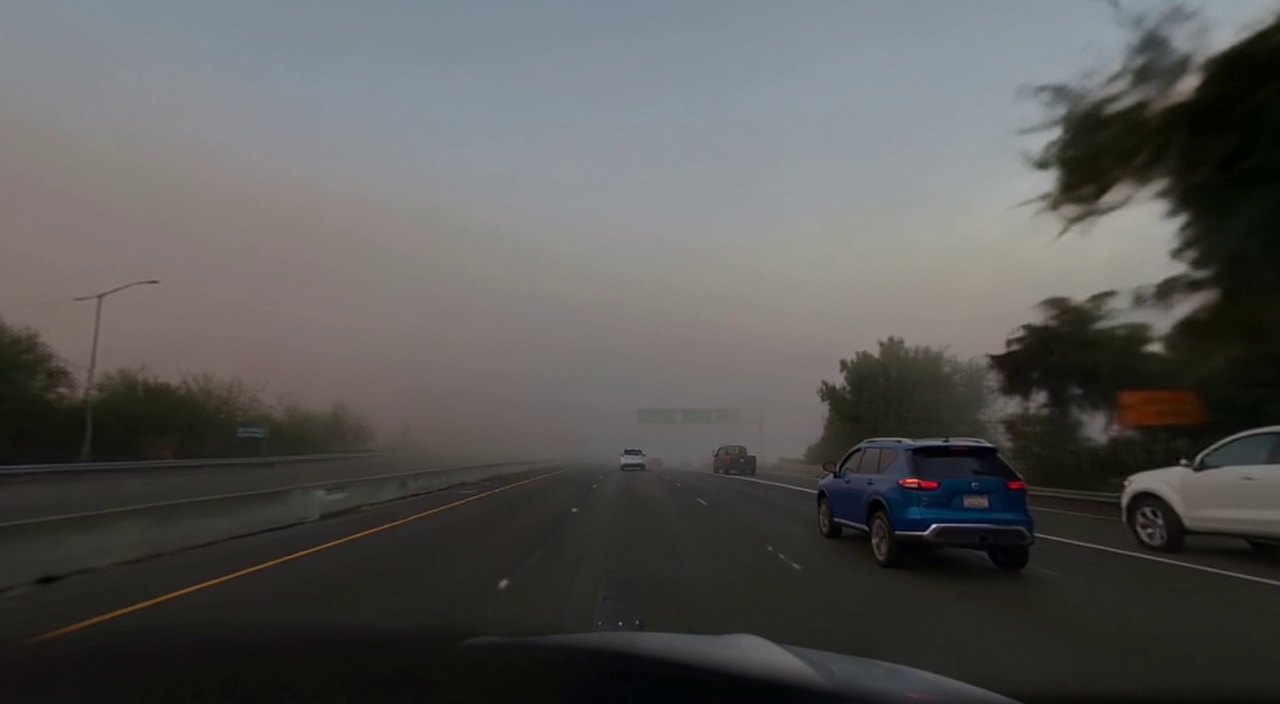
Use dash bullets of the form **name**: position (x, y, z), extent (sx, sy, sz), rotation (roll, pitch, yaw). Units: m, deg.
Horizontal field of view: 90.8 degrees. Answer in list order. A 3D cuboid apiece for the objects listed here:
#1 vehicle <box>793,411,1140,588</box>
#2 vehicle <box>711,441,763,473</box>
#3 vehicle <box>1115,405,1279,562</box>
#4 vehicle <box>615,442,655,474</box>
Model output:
- **vehicle**: position (3.639, 1.712, 8.230), extent (2.097, 1.659, 4.320), rotation (0, -8, -2)
- **vehicle**: position (7.108, 7.742, 46.950), extent (2.526, 2.230, 6.190), rotation (0, -8, -3)
- **vehicle**: position (8.478, 1.531, 7.369), extent (1.967, 1.816, 4.775), rotation (0, -8, -3)
- **vehicle**: position (-0.351, 6.214, 37.479), extent (2.181, 1.768, 4.383), rotation (0, -8, -2)
